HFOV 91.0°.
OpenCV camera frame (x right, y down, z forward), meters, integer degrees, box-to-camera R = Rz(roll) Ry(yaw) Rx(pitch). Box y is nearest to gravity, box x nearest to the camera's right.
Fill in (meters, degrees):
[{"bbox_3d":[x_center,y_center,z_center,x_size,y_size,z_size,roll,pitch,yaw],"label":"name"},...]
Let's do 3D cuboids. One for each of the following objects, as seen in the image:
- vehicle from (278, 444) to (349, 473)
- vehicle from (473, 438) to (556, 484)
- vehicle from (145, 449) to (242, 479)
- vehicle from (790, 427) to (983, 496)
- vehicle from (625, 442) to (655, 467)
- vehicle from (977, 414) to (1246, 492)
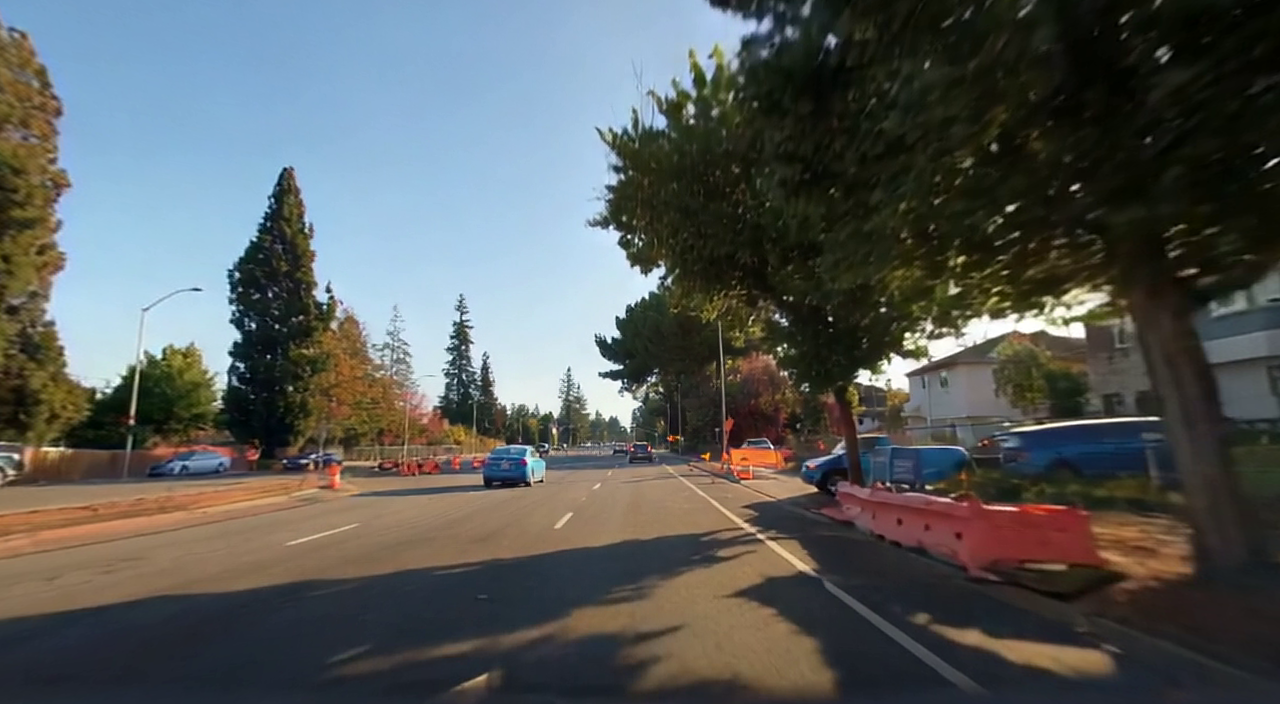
[{"bbox_3d":[-20.729,6.745,40.176,2.053,1.761,4.479,0,-9,1],"label":"vehicle"},{"bbox_3d":[-4.849,4.300,25.130,2.198,1.663,4.519,0,-9,3],"label":"vehicle"},{"bbox_3d":[-24.845,6.240,35.275,1.906,1.525,4.709,0,-9,1],"label":"vehicle"},{"bbox_3d":[6.592,2.993,17.380,4.447,1.754,2.182,-1,-9,5],"label":"vehicle"},{"bbox_3d":[-0.007,7.473,46.108,2.135,1.711,4.124,0,-9,0],"label":"vehicle"},{"bbox_3d":[11.645,2.535,15.919,4.936,1.813,2.158,-1,-9,3],"label":"vehicle"}]
